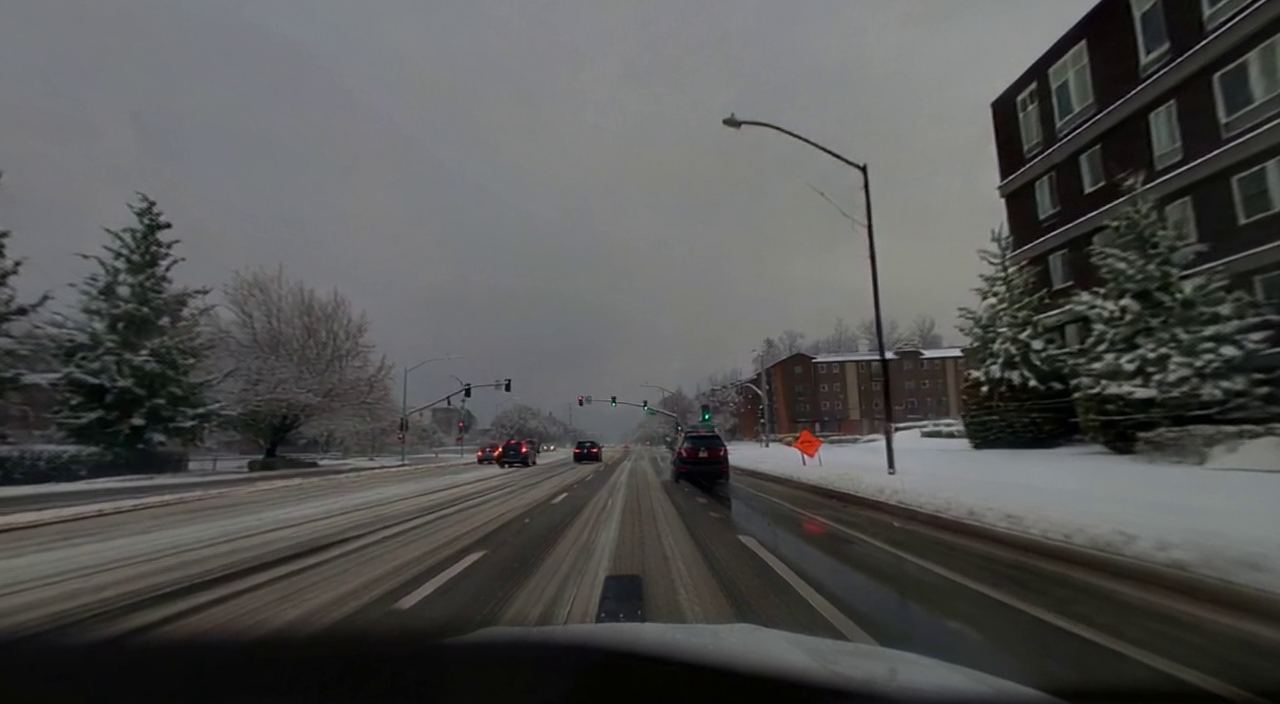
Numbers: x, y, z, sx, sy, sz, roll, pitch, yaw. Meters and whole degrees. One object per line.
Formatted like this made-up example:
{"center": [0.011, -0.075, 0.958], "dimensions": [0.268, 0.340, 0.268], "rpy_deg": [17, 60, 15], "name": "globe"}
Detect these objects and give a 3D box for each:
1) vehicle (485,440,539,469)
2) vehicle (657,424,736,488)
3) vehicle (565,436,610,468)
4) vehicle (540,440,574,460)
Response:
{"center": [-7.012, 5.664, 35.184], "dimensions": [1.928, 1.488, 4.635], "rpy_deg": [0, -9, 2], "name": "vehicle"}
{"center": [1.672, 3.313, 20.389], "dimensions": [2.197, 1.835, 4.316], "rpy_deg": [0, -9, 1], "name": "vehicle"}
{"center": [-2.904, 5.608, 35.567], "dimensions": [2.121, 1.654, 3.993], "rpy_deg": [0, -9, 1], "name": "vehicle"}
{"center": [-6.468, 7.707, 49.578], "dimensions": [1.993, 1.492, 3.666], "rpy_deg": [0, -9, 2], "name": "vehicle"}
